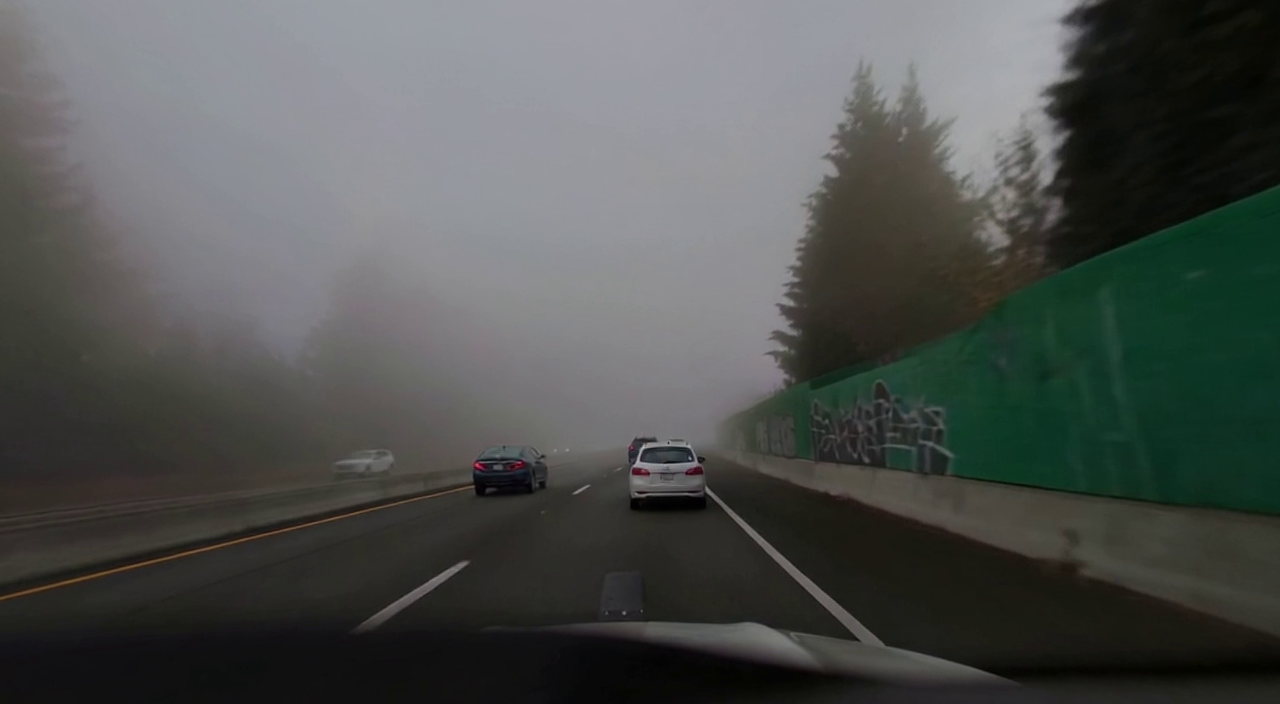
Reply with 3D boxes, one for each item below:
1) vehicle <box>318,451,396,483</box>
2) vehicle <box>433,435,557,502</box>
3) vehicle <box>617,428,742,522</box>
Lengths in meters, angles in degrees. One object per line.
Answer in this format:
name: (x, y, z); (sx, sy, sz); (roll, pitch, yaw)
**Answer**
vehicle: (-14.614, 5.949, 32.814); (1.993, 1.515, 4.243); (0, -8, 2)
vehicle: (-3.536, 2.923, 16.268); (2.059, 1.471, 4.152); (0, -8, 2)
vehicle: (0.686, 2.328, 12.441); (2.077, 1.533, 3.854); (0, -8, 1)
